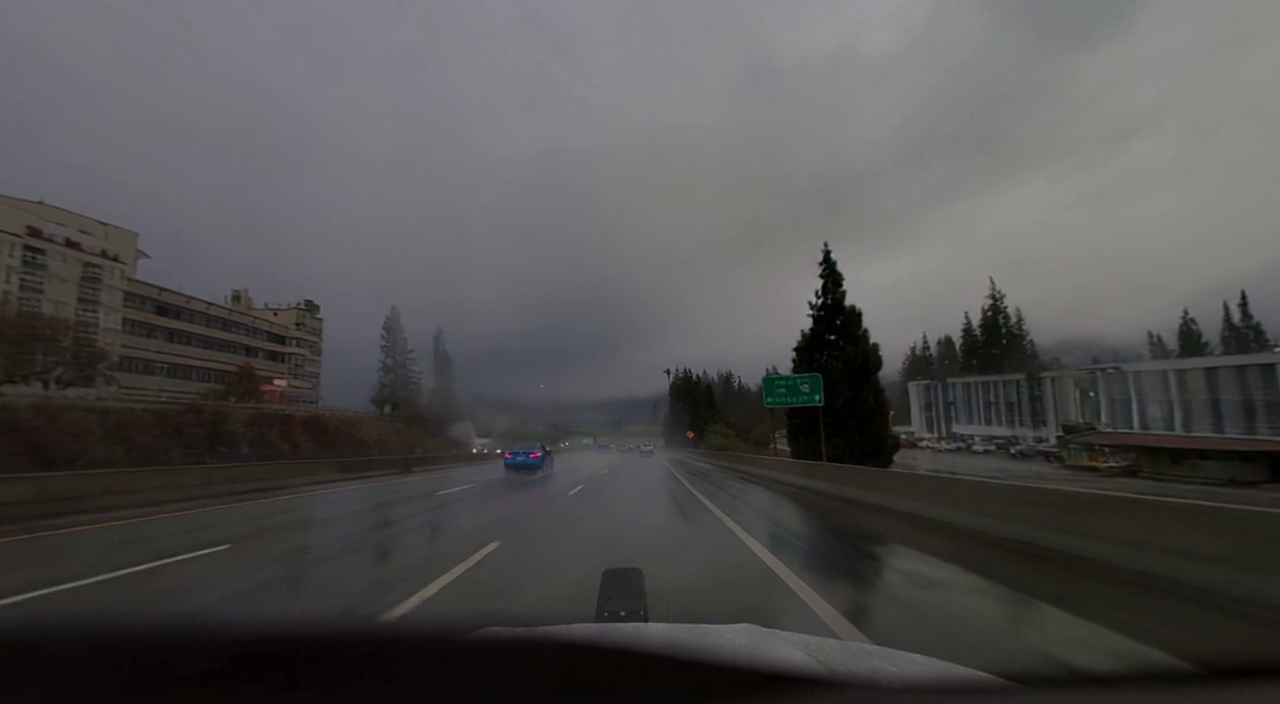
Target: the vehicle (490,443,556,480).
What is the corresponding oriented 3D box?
[{"bbox_3d":[-5.130,4.845,28.220,2.083,1.471,4.350,0,-8,1],"label":"vehicle"}]
